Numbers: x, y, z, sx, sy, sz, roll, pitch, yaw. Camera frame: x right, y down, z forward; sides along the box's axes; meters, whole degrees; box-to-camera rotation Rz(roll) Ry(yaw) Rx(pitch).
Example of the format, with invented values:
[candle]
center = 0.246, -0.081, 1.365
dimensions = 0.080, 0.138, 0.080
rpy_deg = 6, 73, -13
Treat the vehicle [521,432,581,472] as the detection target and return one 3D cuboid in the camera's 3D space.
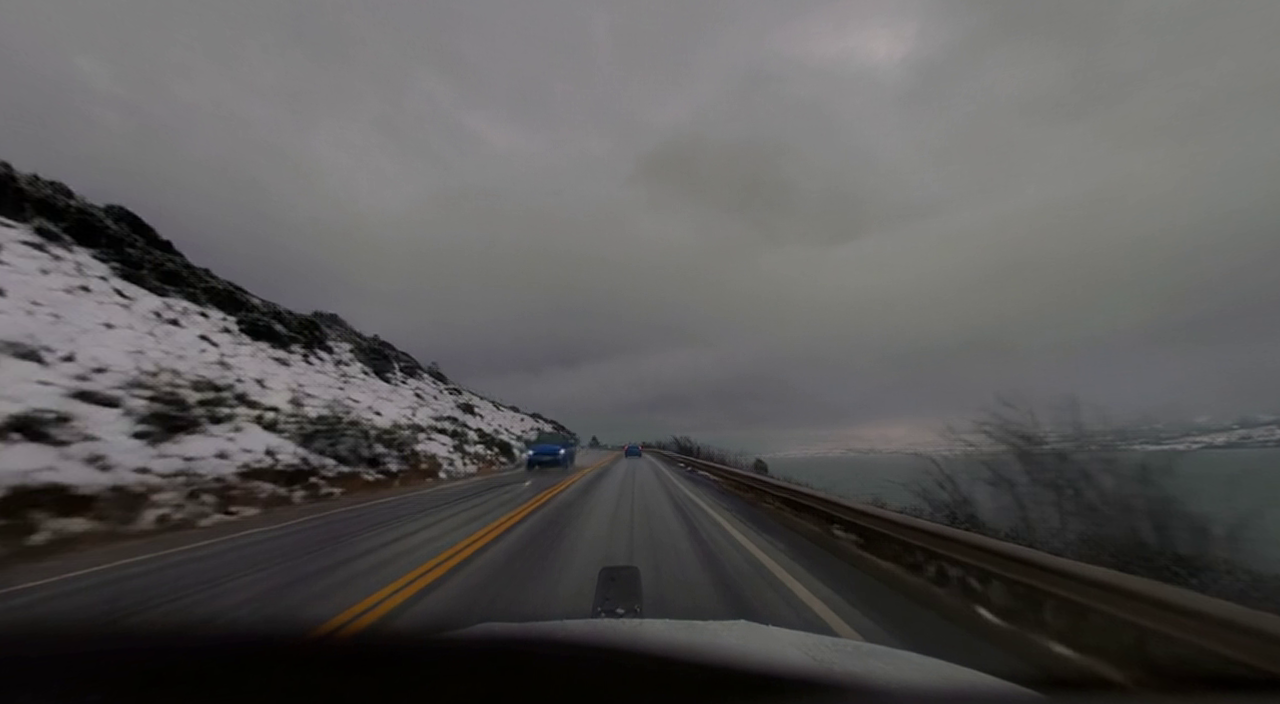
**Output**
[vehicle]
center = -4.316, 4.975, 31.421
dimensions = 2.180, 1.826, 5.350
rpy_deg = 0, -9, 0
